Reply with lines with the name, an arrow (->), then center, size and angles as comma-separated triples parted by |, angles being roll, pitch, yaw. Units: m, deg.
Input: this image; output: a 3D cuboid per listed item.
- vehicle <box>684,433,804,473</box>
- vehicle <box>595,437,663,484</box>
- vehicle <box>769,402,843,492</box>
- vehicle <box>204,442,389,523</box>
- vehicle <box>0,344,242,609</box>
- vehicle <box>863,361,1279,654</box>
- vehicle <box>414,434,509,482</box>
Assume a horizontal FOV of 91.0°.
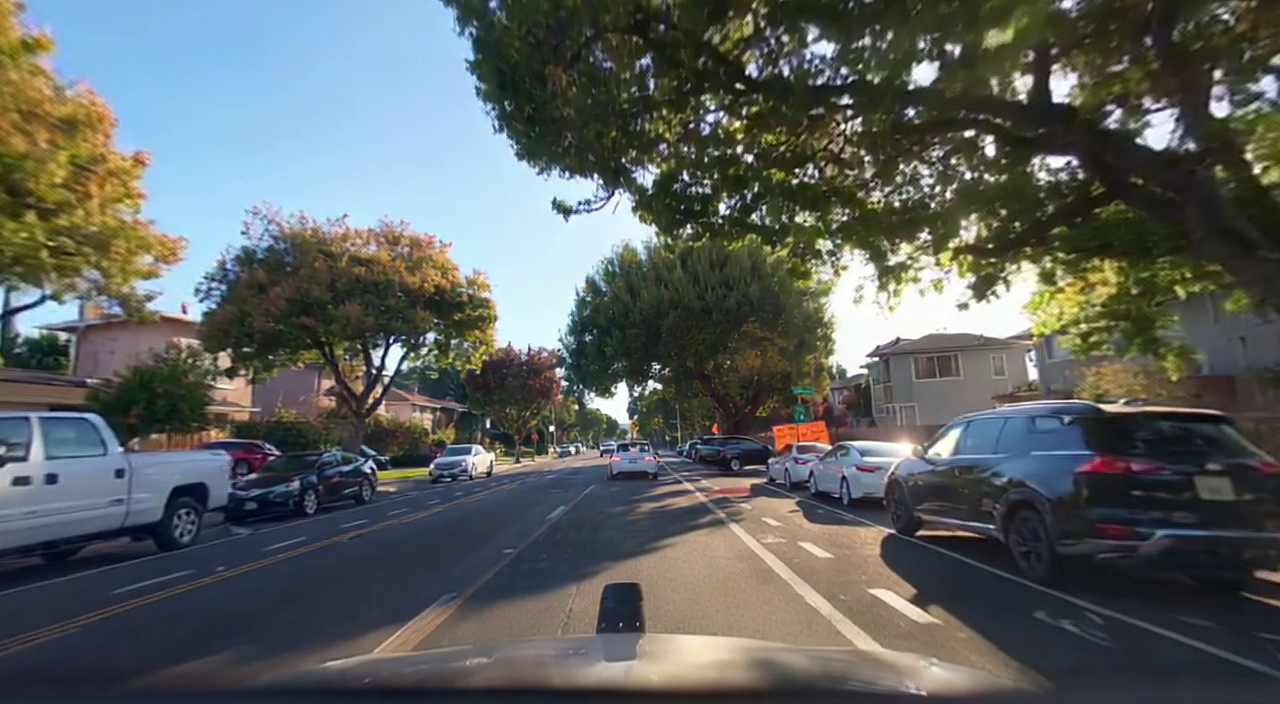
vehicle -> 5.192, 5.005, 31.443 | 5.503, 1.853, 2.218 | -3, -9, 21
vehicle -> -0.317, 3.767, 22.130 | 2.151, 1.481, 4.084 | 0, -8, 1
vehicle -> 5.200, 3.007, 20.008 | 1.409, 2.648, 2.645 | 0, -9, -4
vehicle -> -8.062, 3.056, 15.389 | 2.036, 1.676, 4.440 | 0, -8, -1
vehicle -> -7.618, 1.450, 7.676 | 2.526, 2.631, 4.228 | 0, -8, 2
vehicle -> 4.818, 1.461, 7.228 | 2.279, 1.946, 5.925 | 0, -8, -1
vehicle -> -8.222, 4.960, 29.789 | 2.659, 2.047, 6.014 | 0, -8, 0
